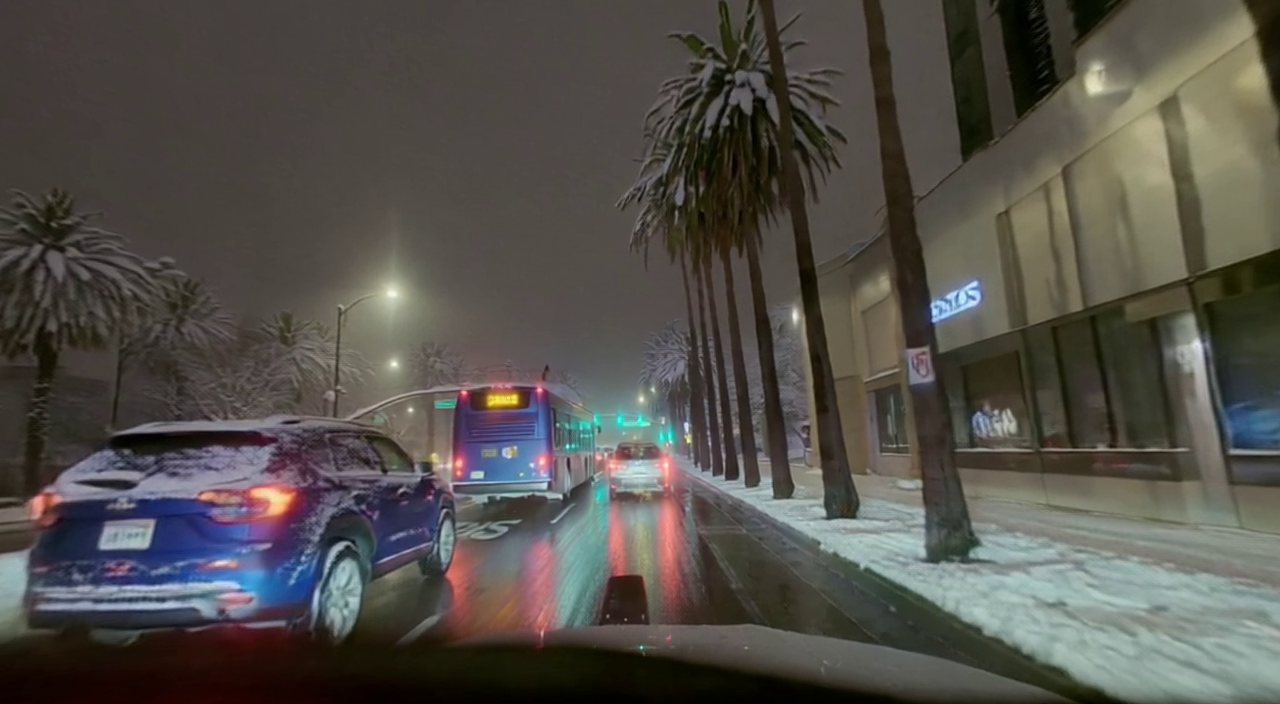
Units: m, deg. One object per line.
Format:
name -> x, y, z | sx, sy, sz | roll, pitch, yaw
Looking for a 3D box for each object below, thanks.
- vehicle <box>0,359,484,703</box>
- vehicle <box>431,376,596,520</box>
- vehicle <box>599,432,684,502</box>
vehicle -> -3.001, 1.270, 5.320 | 2.124, 1.799, 4.587 | 0, -9, 1
vehicle -> -2.987, 2.661, 17.708 | 2.775, 3.064, 8.297 | 0, -9, 1
vehicle -> 0.057, 3.166, 17.681 | 2.120, 1.727, 3.917 | 0, -9, 0
